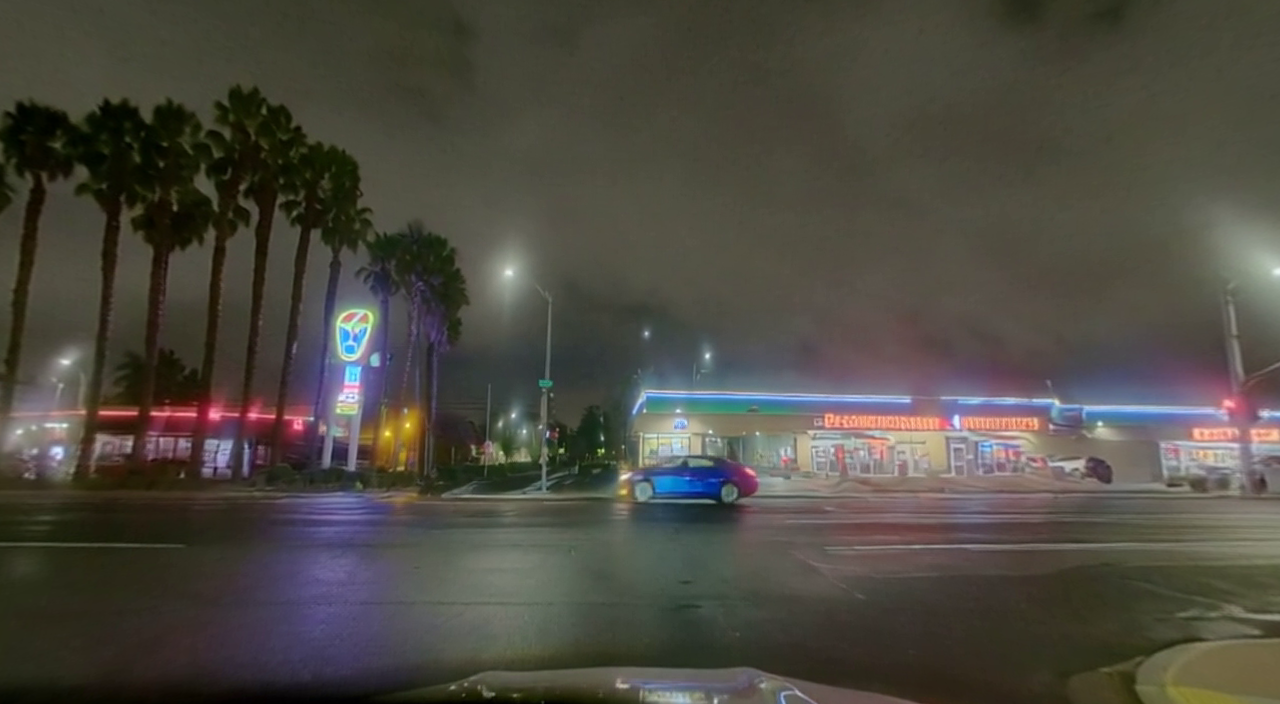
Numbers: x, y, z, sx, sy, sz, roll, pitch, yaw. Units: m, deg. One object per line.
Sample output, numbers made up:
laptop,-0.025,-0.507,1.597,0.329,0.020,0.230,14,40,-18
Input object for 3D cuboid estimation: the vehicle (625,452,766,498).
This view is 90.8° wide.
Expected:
vehicle,1.799,4.192,21.698,4.570,1.480,1.873,1,-8,-3

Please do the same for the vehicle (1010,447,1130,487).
vehicle,22.784,6.070,33.578,4.880,1.754,2.202,0,-5,-5

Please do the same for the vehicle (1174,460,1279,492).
vehicle,32.669,6.811,34.977,2.074,1.480,4.369,1,-8,-5
